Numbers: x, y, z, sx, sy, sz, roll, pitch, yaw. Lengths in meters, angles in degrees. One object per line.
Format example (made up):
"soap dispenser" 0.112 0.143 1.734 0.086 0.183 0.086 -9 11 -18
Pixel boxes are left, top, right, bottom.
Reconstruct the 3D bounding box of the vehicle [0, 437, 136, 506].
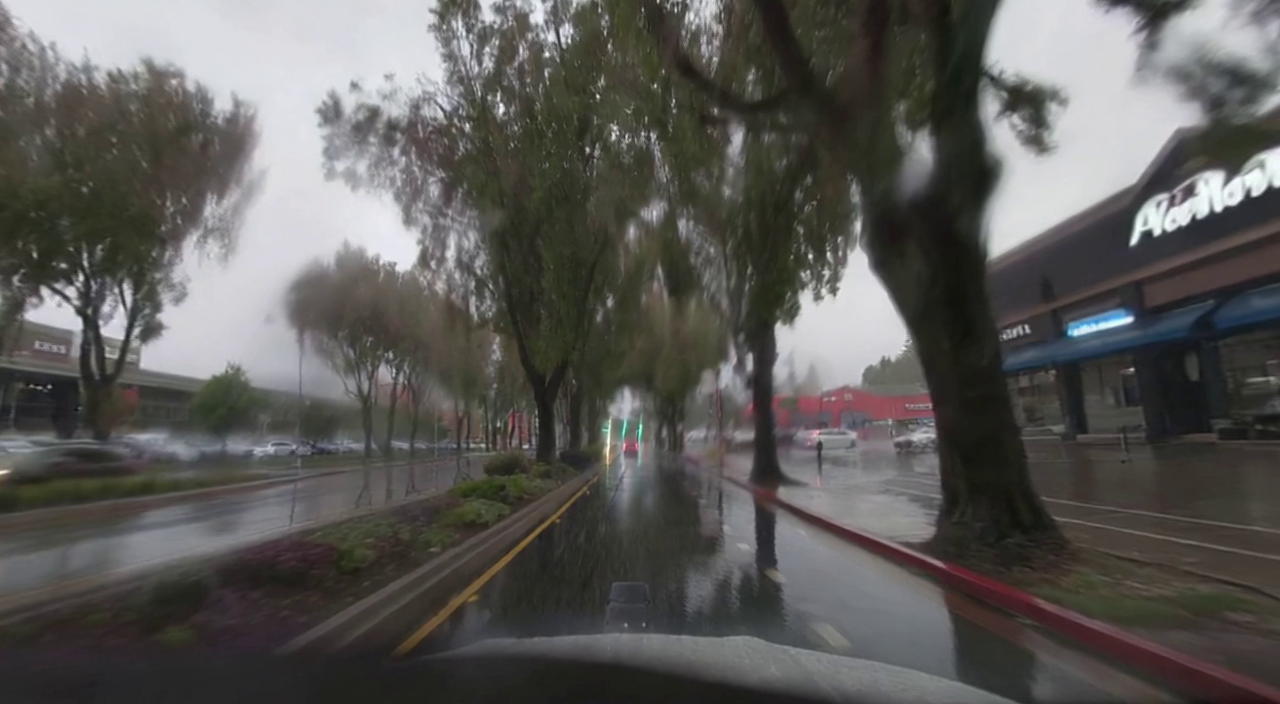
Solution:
"vehicle" -15.804 3.000 16.193 1.964 1.575 4.630 0 -8 -2
